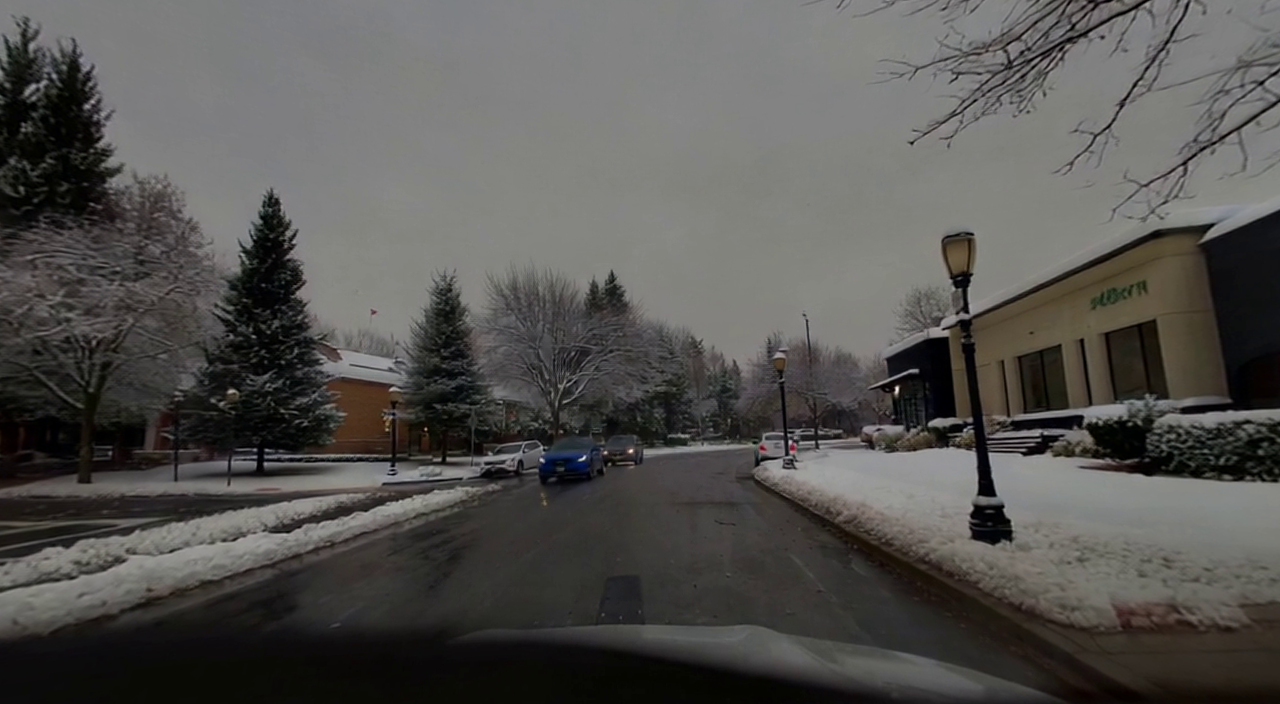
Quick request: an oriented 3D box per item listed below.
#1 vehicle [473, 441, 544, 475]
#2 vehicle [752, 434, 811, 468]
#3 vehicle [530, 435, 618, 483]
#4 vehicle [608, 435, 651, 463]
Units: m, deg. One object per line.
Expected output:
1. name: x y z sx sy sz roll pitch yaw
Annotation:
1. vehicle: -6.071 4.970 29.770 1.968 1.443 4.358 -1 -9 6
2. vehicle: 6.690 4.733 30.380 1.918 1.461 4.419 0 -8 1
3. vehicle: -2.192 3.757 22.494 2.056 1.508 4.596 -1 -9 8
4. vehicle: -0.604 6.201 40.320 2.110 1.651 4.410 -1 -9 7
